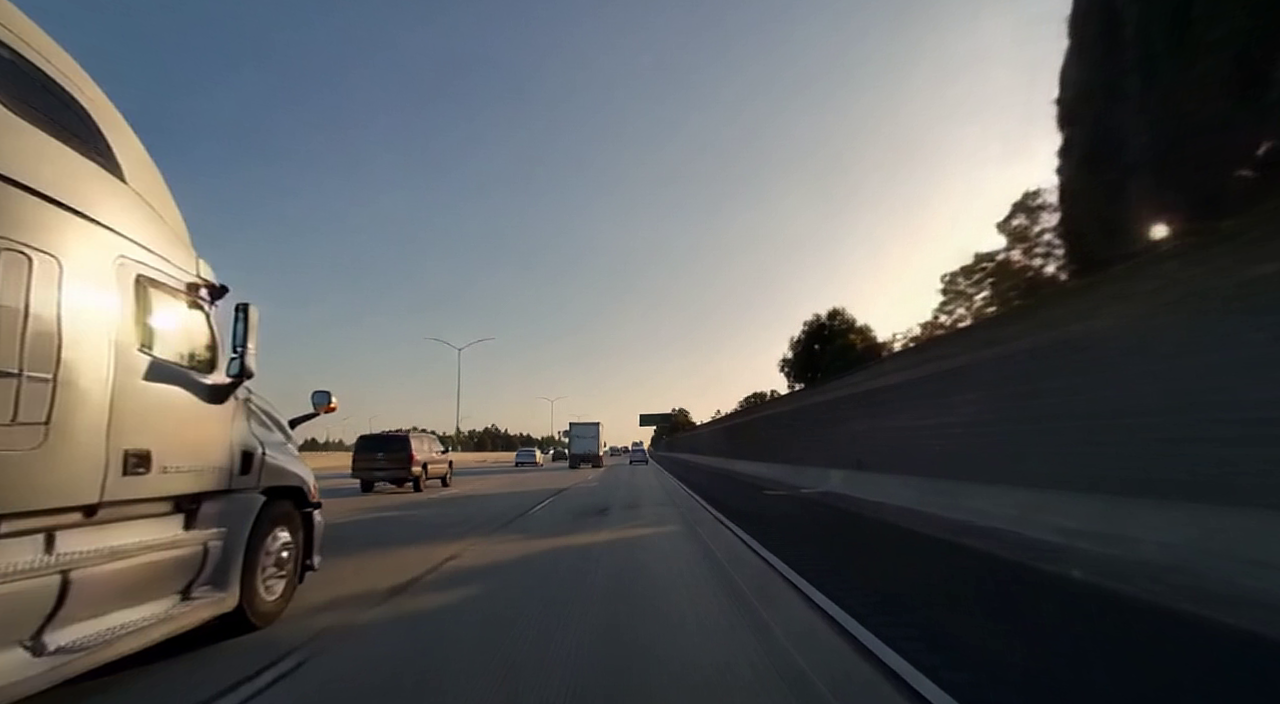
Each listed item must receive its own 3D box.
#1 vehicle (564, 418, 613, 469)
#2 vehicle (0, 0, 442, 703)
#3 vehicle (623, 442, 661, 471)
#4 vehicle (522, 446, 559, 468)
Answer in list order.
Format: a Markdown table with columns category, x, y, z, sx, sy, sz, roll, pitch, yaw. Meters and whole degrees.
| category | x | y | z | sx | sy | sz | roll | pitch | yaw |
| --- | --- | --- | --- | --- | --- | --- | --- | --- | --- |
| vehicle | -3.567 | 6.696 | 46.002 | 2.956 | 3.331 | 9.575 | 0 | -9 | -1 |
| vehicle | -3.676 | 0.079 | 1.833 | 3.025 | 3.266 | 9.256 | 0 | -9 | 1 |
| vehicle | 0.129 | 6.292 | 38.224 | 2.178 | 1.640 | 4.071 | 0 | -9 | 1 |
| vehicle | -7.175 | 7.635 | 45.822 | 1.962 | 1.489 | 4.002 | 0 | -9 | 1 |
